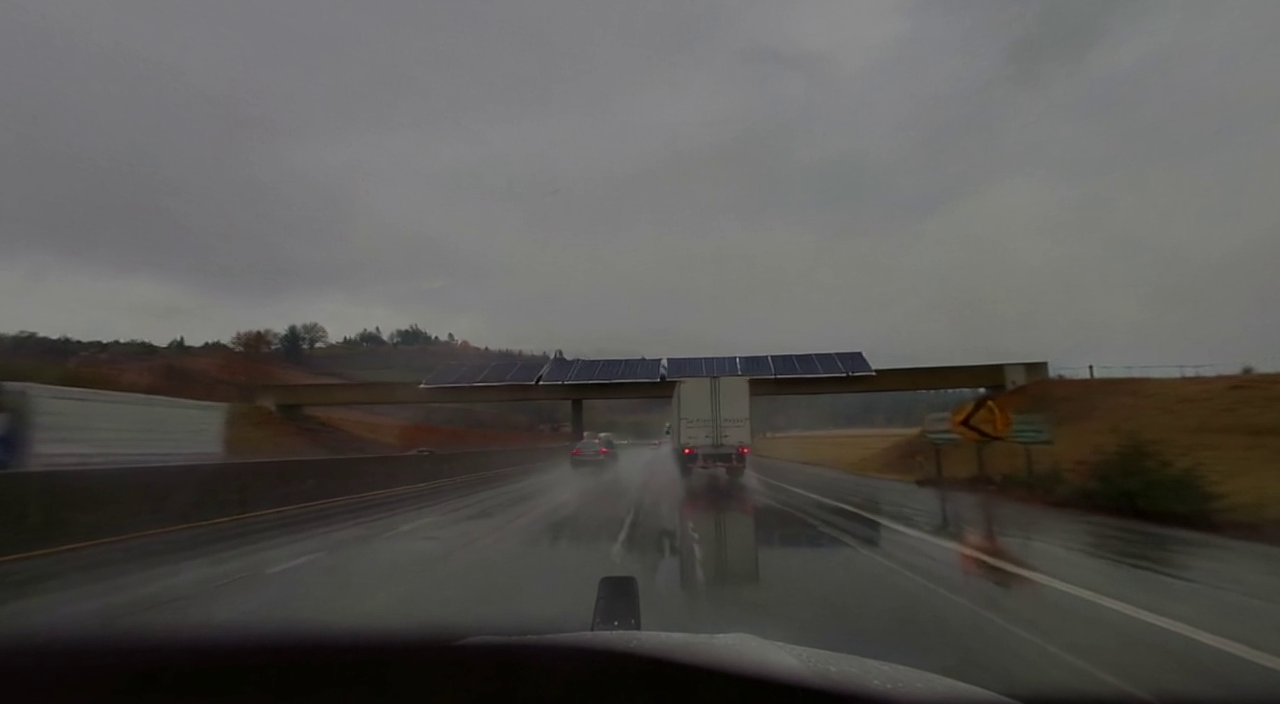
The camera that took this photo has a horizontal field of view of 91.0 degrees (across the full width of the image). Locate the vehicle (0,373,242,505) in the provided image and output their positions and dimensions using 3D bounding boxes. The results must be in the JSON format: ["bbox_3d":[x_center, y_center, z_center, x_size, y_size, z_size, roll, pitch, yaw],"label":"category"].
[{"bbox_3d":[-21.379,3.343,23.931,2.898,4.112,13.805,-1,-8,3],"label":"vehicle"}]

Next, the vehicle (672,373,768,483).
[{"bbox_3d":[2.904,3.228,26.042,2.967,3.633,10.015,-1,-8,2],"label":"vehicle"}]

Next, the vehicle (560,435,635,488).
[{"bbox_3d":[-1.313,3.629,21.236,2.066,1.581,4.268,-1,-8,2],"label":"vehicle"}]

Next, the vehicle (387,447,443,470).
[{"bbox_3d":[-15.828,7.491,44.473,2.056,1.520,4.610,-1,-8,3],"label":"vehicle"}]
